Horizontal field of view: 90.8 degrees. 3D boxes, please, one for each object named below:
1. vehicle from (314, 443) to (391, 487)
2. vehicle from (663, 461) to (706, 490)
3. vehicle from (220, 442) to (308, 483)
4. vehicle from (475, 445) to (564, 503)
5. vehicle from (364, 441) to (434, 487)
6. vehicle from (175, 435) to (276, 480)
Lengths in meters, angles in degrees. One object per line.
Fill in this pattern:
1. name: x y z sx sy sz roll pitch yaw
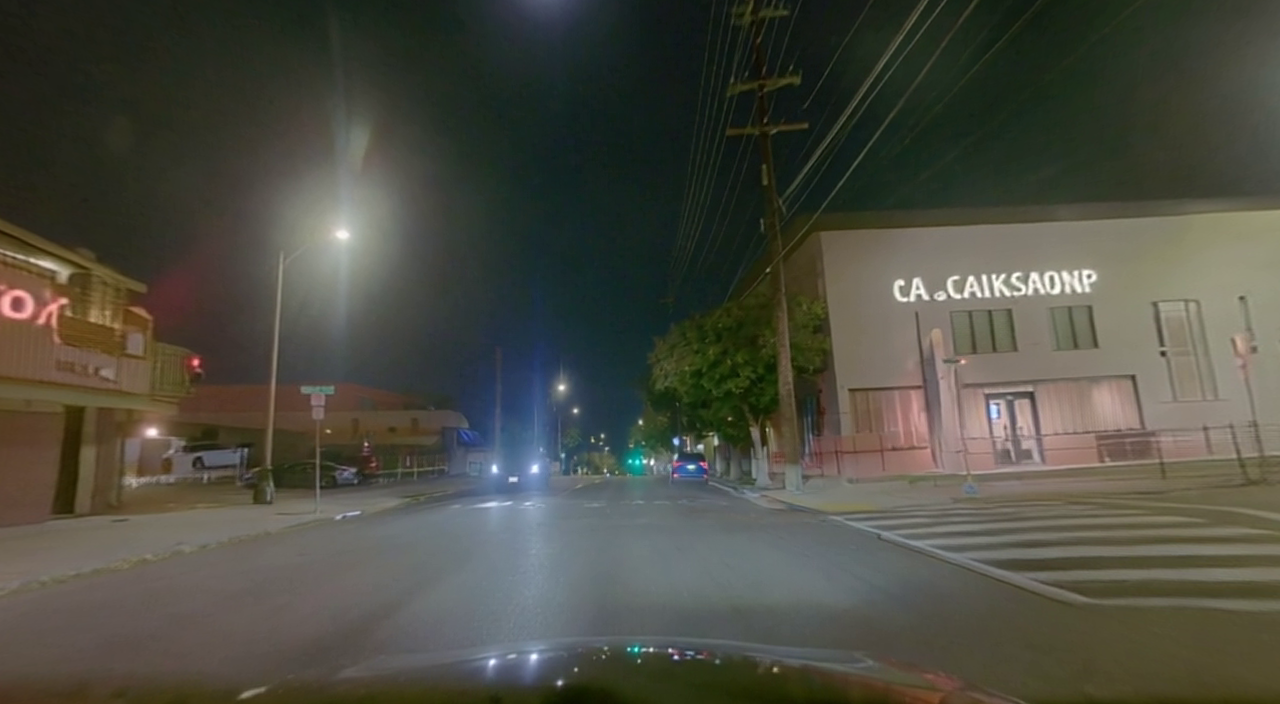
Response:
1. vehicle: -19.175 7.496 42.554 2.256 2.668 5.979 0 -7 1
2. vehicle: 2.379 6.732 34.549 1.877 1.373 3.854 0 -9 -3
3. vehicle: -25.117 7.385 42.588 2.288 2.514 5.886 0 -9 0
4. vehicle: -4.469 4.598 24.418 2.495 1.966 4.846 0 -9 0
5. vehicle: -16.243 7.612 43.090 2.715 2.789 6.225 0 -10 -5
6. vehicle: -27.812 7.106 42.767 2.249 2.760 6.636 0 -9 0
